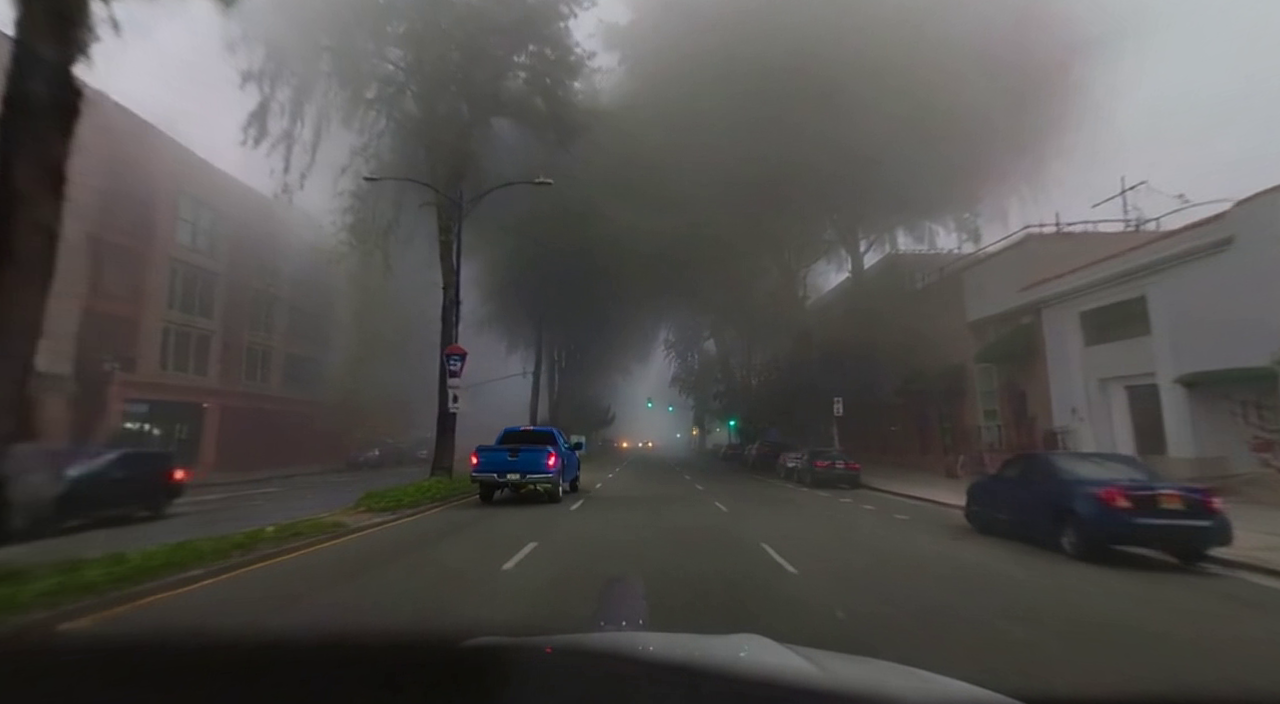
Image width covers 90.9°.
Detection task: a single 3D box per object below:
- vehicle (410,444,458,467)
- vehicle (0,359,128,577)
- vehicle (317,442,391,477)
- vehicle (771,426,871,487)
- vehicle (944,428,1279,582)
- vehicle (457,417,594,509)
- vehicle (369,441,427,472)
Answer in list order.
[{"bbox_3d":[-15.701,7.942,48.364,2.100,1.596,4.739,-2,-9,0],"label":"vehicle"},{"bbox_3d":[-7.257,0.862,4.367,2.462,2.027,5.808,0,-9,1],"label":"vehicle"},{"bbox_3d":[-15.960,5.995,35.466,1.928,1.824,4.664,0,-9,0],"label":"vehicle"},{"bbox_3d":[6.045,3.579,21.758,2.043,1.841,4.842,0,-9,1],"label":"vehicle"},{"bbox_3d":[6.052,1.824,8.326,1.988,1.514,3.962,0,-9,-1],"label":"vehicle"},{"bbox_3d":[-2.433,2.580,15.072,2.197,1.786,5.365,0,-9,1],"label":"vehicle"},{"bbox_3d":[-15.729,6.780,41.299,1.948,1.827,4.730,-2,-8,0],"label":"vehicle"}]
